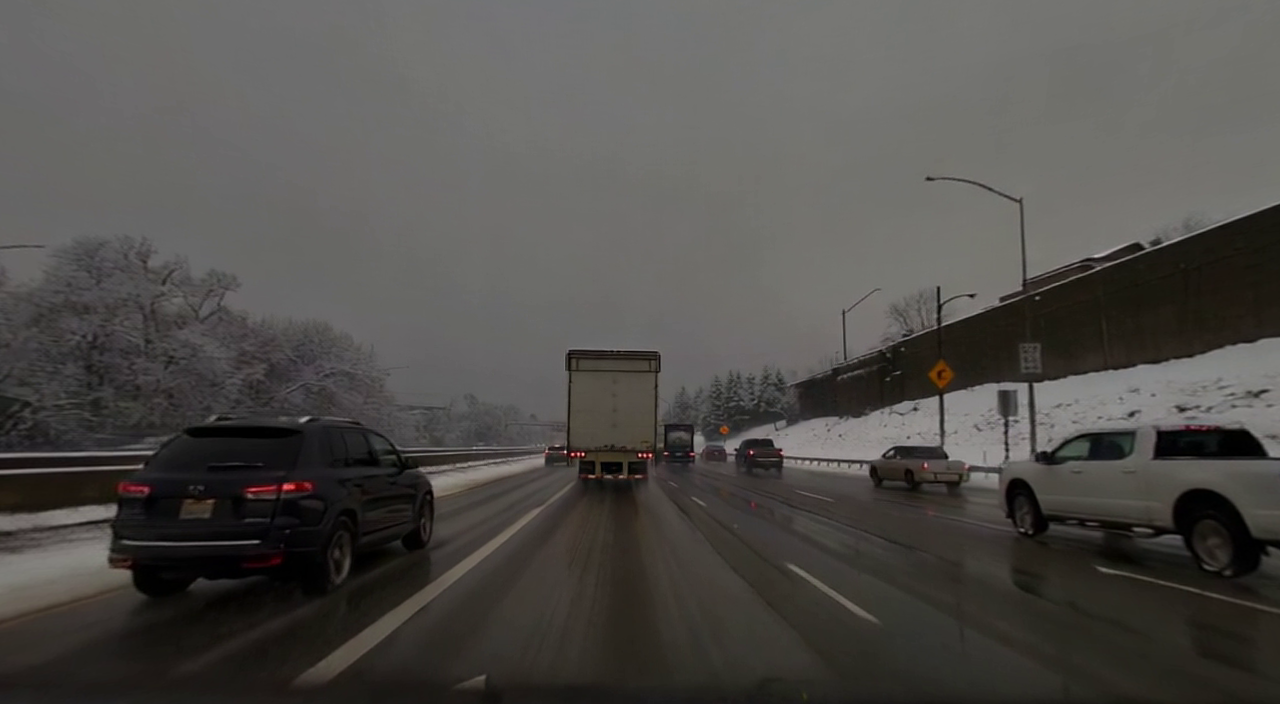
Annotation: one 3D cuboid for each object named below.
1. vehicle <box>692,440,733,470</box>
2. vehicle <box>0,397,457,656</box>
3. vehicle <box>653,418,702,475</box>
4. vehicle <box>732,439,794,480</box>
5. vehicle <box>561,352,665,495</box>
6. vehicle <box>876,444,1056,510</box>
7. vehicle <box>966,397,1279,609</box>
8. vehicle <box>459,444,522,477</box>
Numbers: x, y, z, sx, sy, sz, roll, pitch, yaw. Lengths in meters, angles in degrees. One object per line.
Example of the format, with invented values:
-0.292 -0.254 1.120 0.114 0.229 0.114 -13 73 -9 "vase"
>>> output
5.460 7.814 48.047 2.297 2.116 5.052 0 -9 -2 "vehicle"
-3.364 1.433 6.198 1.946 1.641 4.105 0 -9 -1 "vehicle"
2.397 6.529 43.732 2.669 3.491 8.645 0 -9 -1 "vehicle"
6.143 5.431 32.207 2.070 1.888 4.546 0 -9 -2 "vehicle"
-0.763 2.801 23.297 2.906 4.040 10.743 0 -9 0 "vehicle"
8.470 3.265 17.082 2.002 1.472 4.950 0 -9 -3 "vehicle"
6.324 1.578 7.429 2.188 1.731 5.031 0 -9 -1 "vehicle"
-7.303 5.353 31.404 1.973 1.471 4.779 0 -9 0 "vehicle"
